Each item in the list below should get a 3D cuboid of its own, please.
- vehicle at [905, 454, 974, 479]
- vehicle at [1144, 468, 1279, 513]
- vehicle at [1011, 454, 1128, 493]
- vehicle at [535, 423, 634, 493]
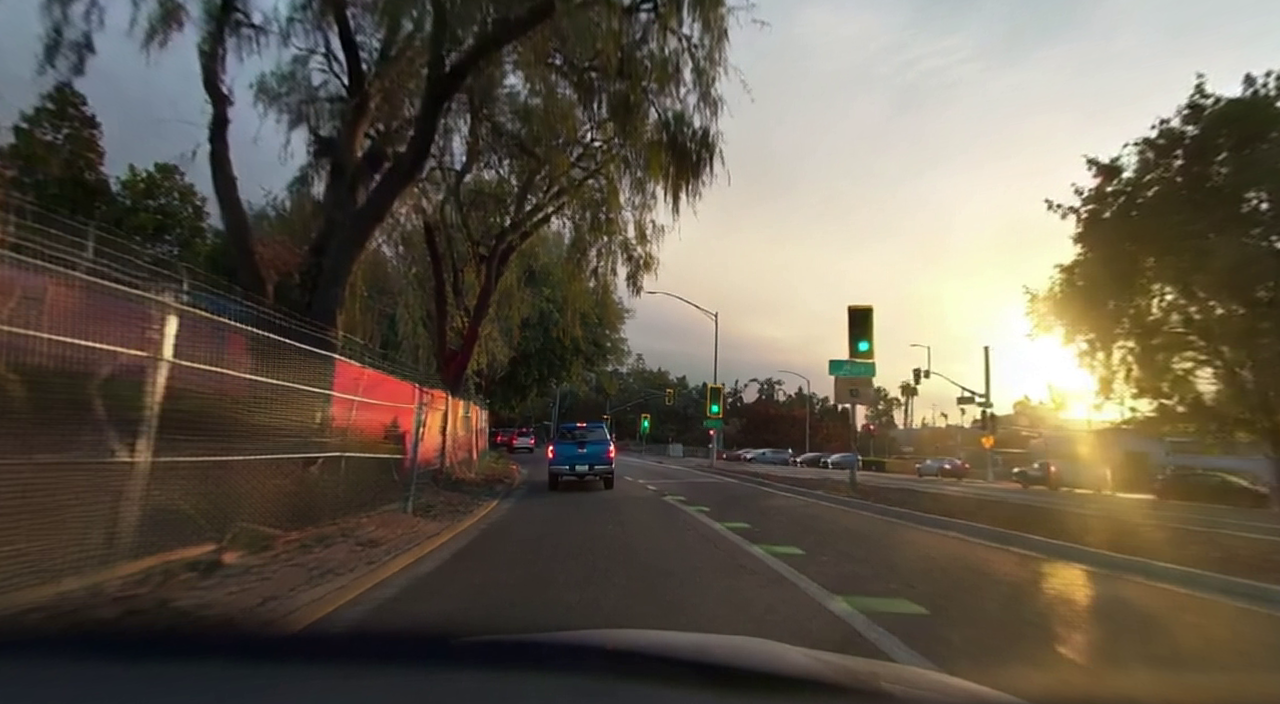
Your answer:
[{"bbox_3d":[20.140,7.680,42.559,1.805,1.494,4.362,2,-9,-13],"label":"vehicle"},{"bbox_3d":[23.331,5.463,25.300,1.850,1.470,4.761,2,-9,-9],"label":"vehicle"},{"bbox_3d":[22.061,6.209,32.713,1.938,1.781,5.078,1,-9,-10],"label":"vehicle"},{"bbox_3d":[-1.664,2.997,18.274,2.436,1.698,5.322,1,-8,-7],"label":"vehicle"}]
